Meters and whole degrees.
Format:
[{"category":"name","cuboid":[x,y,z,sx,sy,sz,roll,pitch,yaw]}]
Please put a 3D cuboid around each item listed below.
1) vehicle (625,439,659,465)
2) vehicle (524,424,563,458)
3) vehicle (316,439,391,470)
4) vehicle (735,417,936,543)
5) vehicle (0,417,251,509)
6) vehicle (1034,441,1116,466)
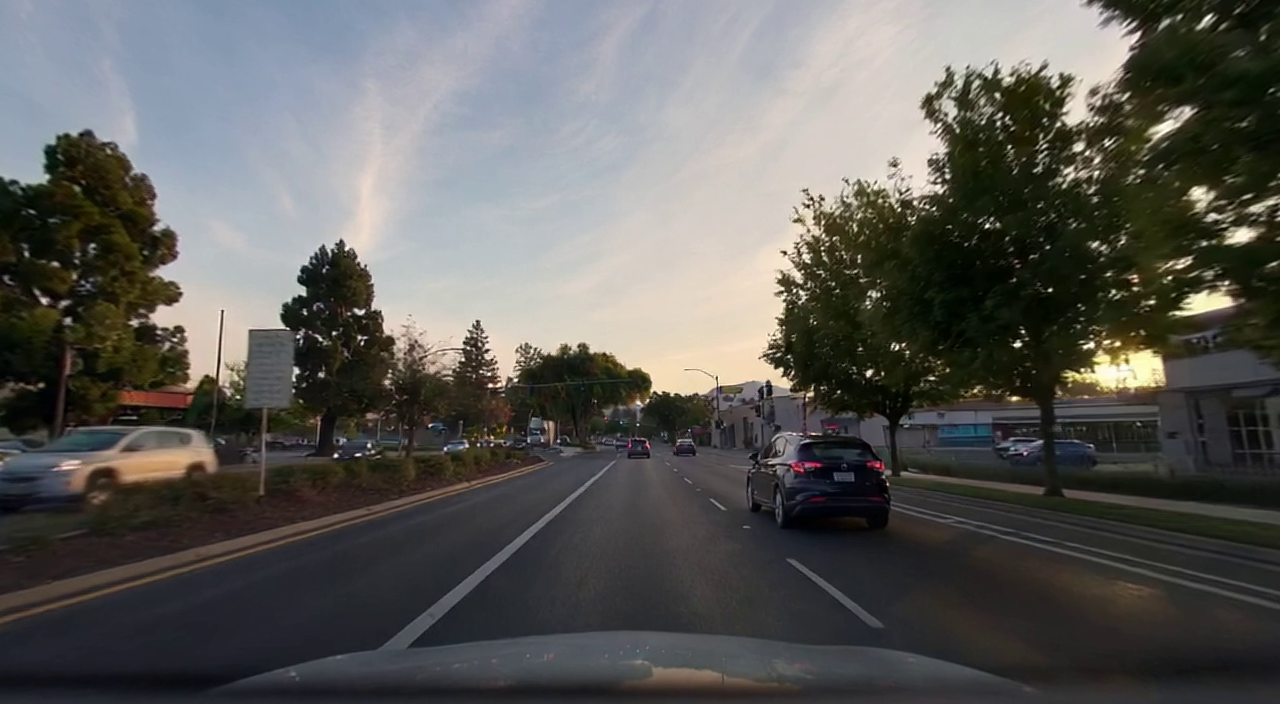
[{"category":"vehicle","cuboid":[0.071,6.206,39.418,2.023,1.532,3.891,0,-8,-1]},{"category":"vehicle","cuboid":[-7.569,7.079,49.985,2.334,2.525,5.893,0,-8,-2]},{"category":"vehicle","cuboid":[-15.136,5.431,33.678,1.849,1.477,4.513,0,-9,0]},{"category":"vehicle","cuboid":[2.986,2.063,10.821,1.969,1.682,4.387,0,-8,-1]},{"category":"vehicle","cuboid":[-11.638,2.498,14.637,2.142,1.738,4.893,0,-8,-1]},{"category":"vehicle","cuboid":[27.955,6.531,40.781,1.802,1.469,4.578,0,-9,-3]}]
